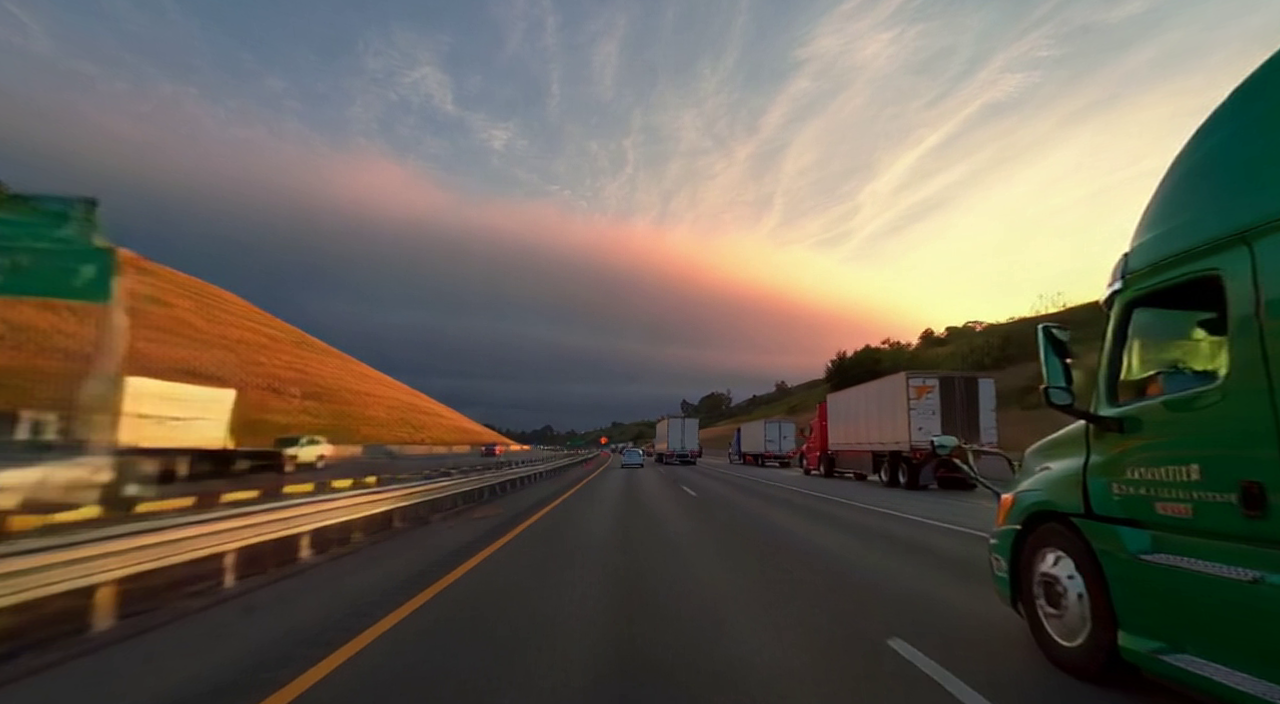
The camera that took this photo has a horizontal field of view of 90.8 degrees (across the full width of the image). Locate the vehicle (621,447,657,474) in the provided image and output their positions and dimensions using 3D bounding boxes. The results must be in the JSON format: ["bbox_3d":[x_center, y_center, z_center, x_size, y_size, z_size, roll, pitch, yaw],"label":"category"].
[{"bbox_3d":[-0.107,6.108,35.671,1.927,1.437,3.794,0,-9,-1],"label":"vehicle"}]

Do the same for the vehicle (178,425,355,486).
[{"bbox_3d":[-12.630,3.603,22.102,2.289,1.820,6.451,0,-9,0],"label":"vehicle"}]

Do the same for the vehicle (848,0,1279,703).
[{"bbox_3d":[3.640,0.004,3.166,2.990,3.934,6.180,0,-9,0],"label":"vehicle"}]

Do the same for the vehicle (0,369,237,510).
[{"bbox_3d":[-12.529,2.072,14.745,2.278,2.621,5.863,0,-9,0],"label":"vehicle"}]
